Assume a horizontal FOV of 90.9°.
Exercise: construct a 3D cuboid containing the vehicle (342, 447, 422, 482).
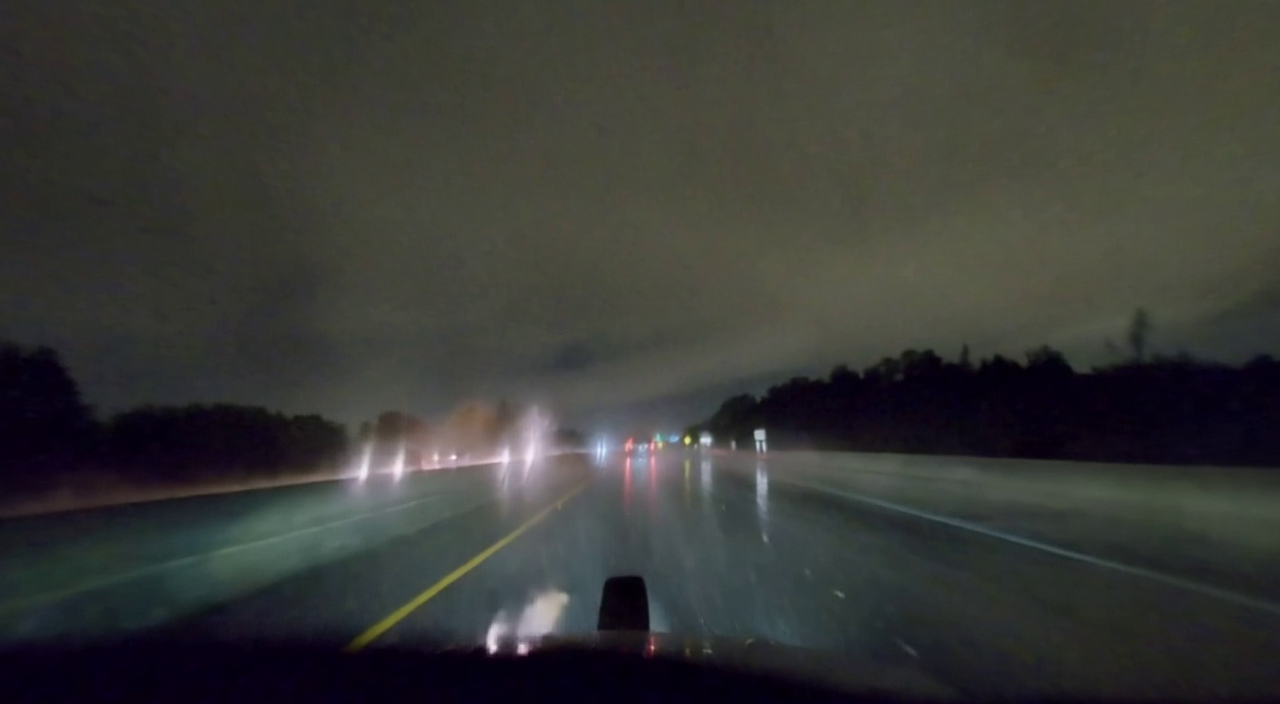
[{"bbox_3d":[-14.379,6.270,35.578,2.340,1.786,5.003,0,-8,1],"label":"vehicle"}]
